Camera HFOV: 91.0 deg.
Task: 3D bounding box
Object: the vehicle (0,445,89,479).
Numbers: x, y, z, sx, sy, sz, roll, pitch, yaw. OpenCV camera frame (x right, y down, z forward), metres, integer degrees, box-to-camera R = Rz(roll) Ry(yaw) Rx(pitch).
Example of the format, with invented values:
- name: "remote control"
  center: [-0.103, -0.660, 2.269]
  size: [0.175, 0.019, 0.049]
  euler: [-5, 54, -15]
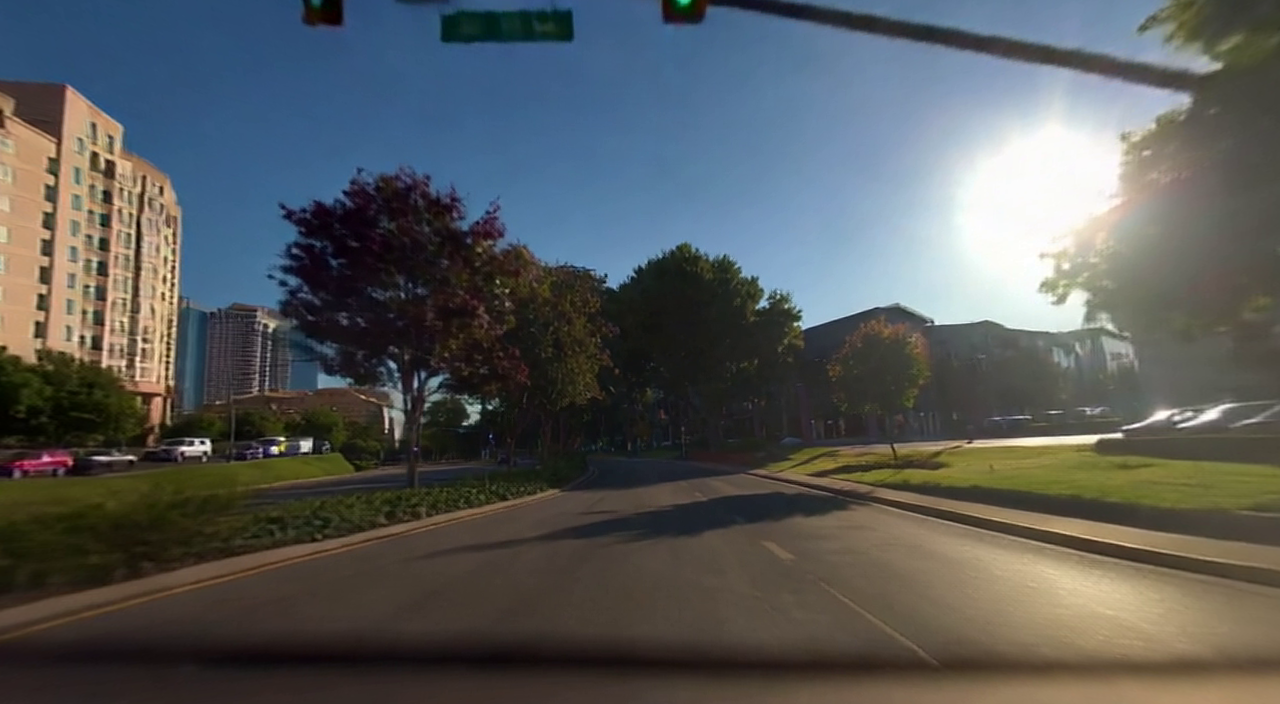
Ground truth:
- name: "vehicle"
  center: [-29.067, 5.108, 29.388]
  size: [4.652, 1.489, 1.992]
  euler: [0, -8, -2]
